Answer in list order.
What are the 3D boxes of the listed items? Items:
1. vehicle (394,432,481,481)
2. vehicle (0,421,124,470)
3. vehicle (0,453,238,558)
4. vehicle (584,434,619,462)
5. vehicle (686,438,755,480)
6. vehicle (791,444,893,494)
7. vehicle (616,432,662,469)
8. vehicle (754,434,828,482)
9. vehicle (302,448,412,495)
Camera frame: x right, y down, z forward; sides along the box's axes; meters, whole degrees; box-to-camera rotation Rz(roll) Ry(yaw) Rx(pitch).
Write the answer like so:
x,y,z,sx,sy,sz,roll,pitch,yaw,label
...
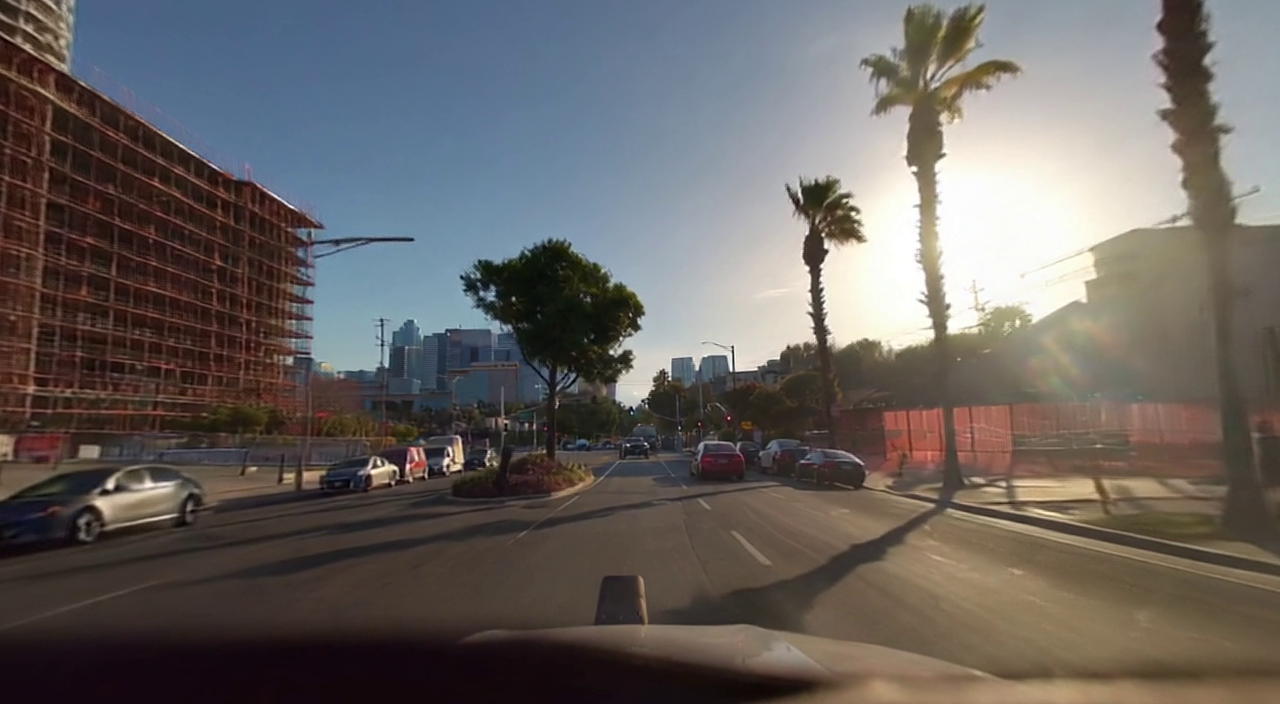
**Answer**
x,y,z,sx,sy,sz,roll,pitch,yaw,label
-10.060,5.326,31.975,2.294,1.948,6.025,-6,-10,0,vehicle
-20.124,3.260,21.975,3.575,1.571,1.912,-5,-9,26,vehicle
-9.685,2.596,11.458,1.821,1.448,4.591,0,-8,-1,vehicle
-2.700,6.942,45.695,2.180,1.879,4.452,0,-8,1,vehicle
3.031,4.110,24.571,1.999,1.487,3.939,0,-9,-2,vehicle
6.423,3.738,20.651,1.819,1.435,4.337,0,-8,-1,vehicle
-0.054,5.224,33.583,2.264,1.798,4.258,0,-8,0,vehicle
6.256,4.434,26.700,1.886,1.792,4.525,0,-9,-1,vehicle
-9.977,4.207,22.726,1.804,1.478,4.734,0,-8,0,vehicle
